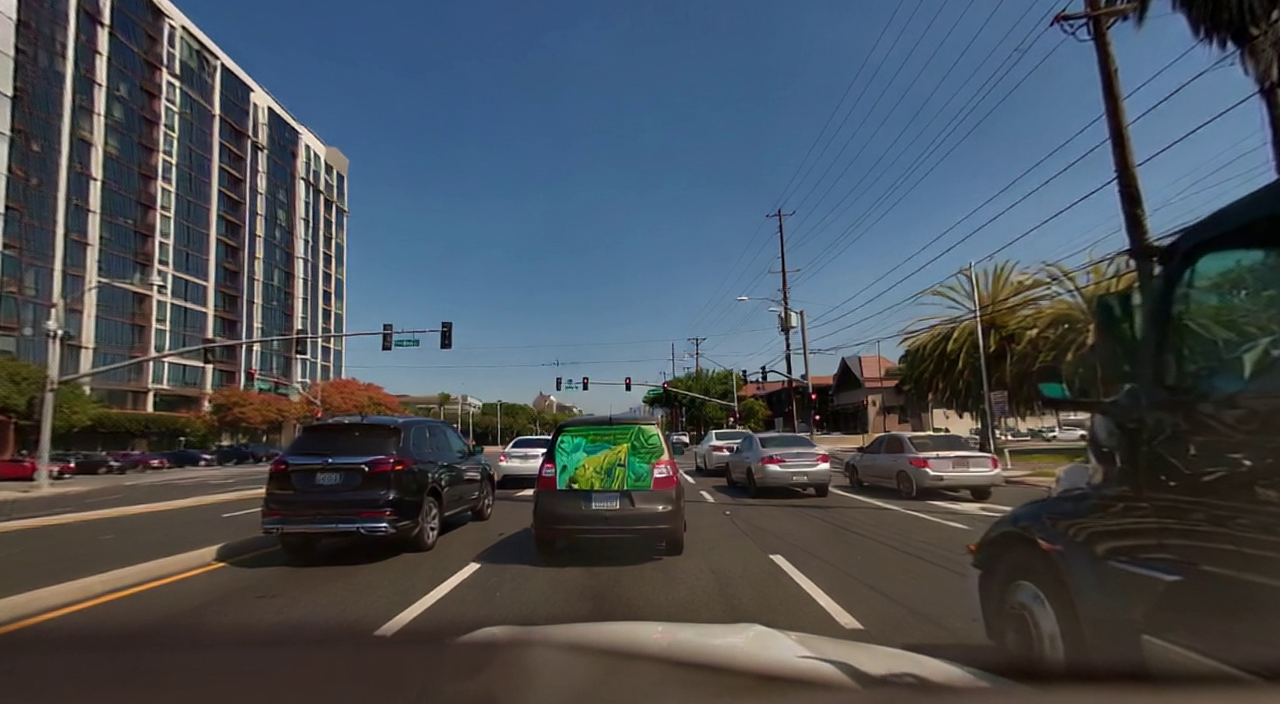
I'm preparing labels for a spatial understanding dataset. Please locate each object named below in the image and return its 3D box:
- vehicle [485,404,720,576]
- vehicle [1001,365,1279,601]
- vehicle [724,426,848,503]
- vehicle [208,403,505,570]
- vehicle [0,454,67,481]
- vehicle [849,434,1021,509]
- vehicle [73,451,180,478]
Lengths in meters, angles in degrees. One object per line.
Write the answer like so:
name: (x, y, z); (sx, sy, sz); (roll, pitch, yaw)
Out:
vehicle: (-0.414, 1.670, 8.394); (2.302, 1.681, 4.217); (0, -8, -1)
vehicle: (6.479, 1.306, 6.659); (2.130, 1.979, 5.310); (0, -9, -1)
vehicle: (3.331, 2.657, 15.311); (1.975, 1.598, 4.025); (0, -8, -1)
vehicle: (-3.535, 1.771, 9.076); (2.136, 1.779, 4.417); (0, -8, 1)
vehicle: (-42.512, 7.840, 42.902); (4.867, 1.689, 1.971); (1, -9, -9)
vehicle: (6.500, 2.663, 14.575); (1.764, 1.451, 4.300); (0, -8, -2)
vehicle: (-35.727, 7.857, 44.112); (5.422, 1.765, 1.937); (1, -9, -8)
